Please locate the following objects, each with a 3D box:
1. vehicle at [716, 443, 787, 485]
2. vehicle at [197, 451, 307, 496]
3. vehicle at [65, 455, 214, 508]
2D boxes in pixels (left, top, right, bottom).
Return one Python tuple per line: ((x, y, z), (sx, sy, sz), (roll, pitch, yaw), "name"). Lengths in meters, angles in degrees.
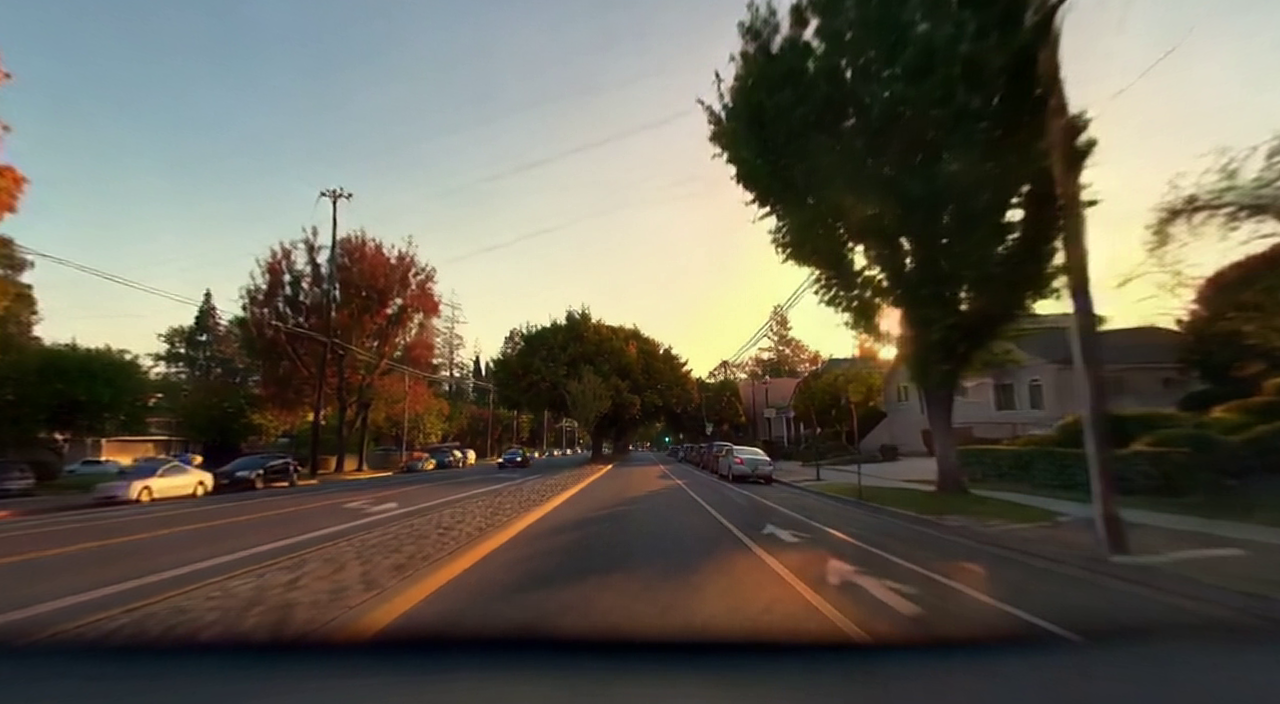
((4.410, 4.505, 25.760), (1.927, 1.523, 4.668), (0, -9, -1), "vehicle")
((-17.838, 5.557, 29.380), (2.105, 1.734, 4.673), (-3, -8, 1), "vehicle")
((-17.793, 4.573, 22.789), (1.896, 1.661, 4.191), (0, -9, 0), "vehicle")
